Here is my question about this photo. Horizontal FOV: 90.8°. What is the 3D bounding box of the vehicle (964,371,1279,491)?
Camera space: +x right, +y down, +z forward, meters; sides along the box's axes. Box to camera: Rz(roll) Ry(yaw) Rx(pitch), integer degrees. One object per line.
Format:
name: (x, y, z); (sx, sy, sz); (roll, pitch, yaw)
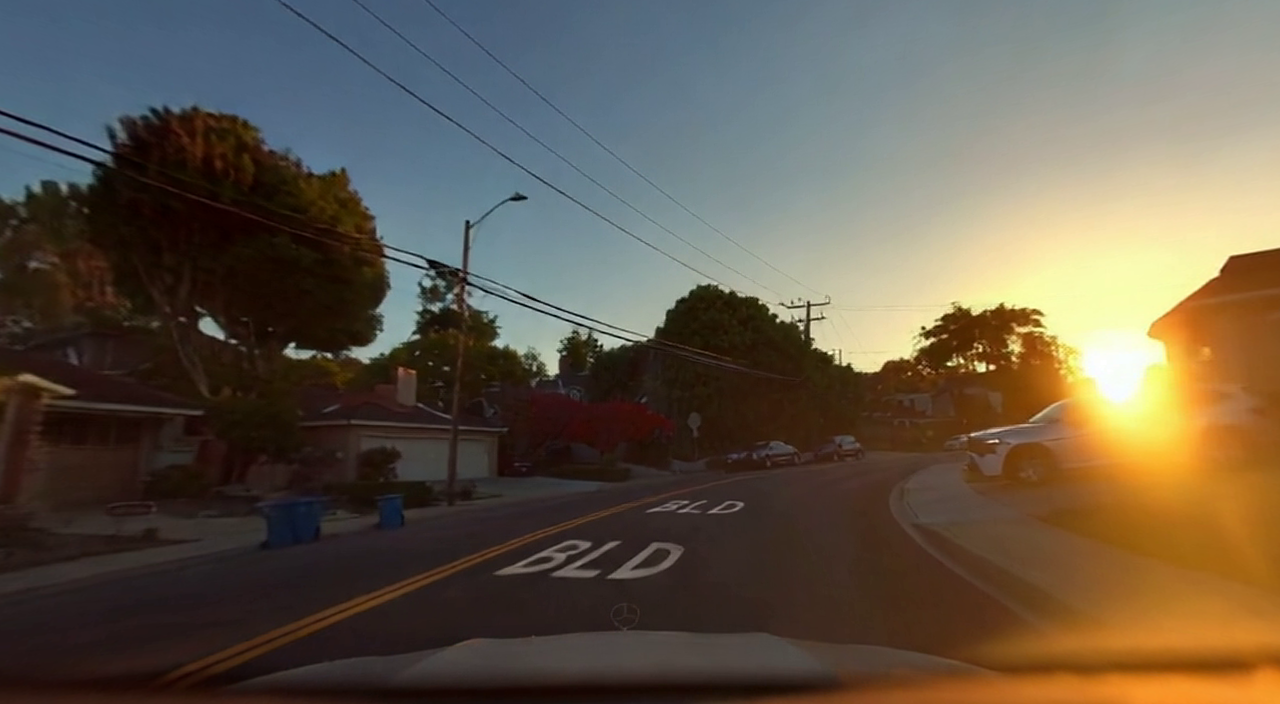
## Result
vehicle: (9.312, 1.592, 12.395); (5.011, 2.014, 2.056); (-4, -9, 23)

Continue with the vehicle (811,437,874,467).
vehicle: (13.525, 6.722, 42.058); (2.056, 1.726, 4.463); (-13, -17, 42)

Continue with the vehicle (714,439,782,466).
vehicle: (7.540, 7.051, 44.566); (2.155, 1.802, 4.758); (5, -10, -30)

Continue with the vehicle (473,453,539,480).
vehicle: (-8.027, 6.820, 37.749); (3.697, 1.489, 1.842); (-7, -11, 38)
